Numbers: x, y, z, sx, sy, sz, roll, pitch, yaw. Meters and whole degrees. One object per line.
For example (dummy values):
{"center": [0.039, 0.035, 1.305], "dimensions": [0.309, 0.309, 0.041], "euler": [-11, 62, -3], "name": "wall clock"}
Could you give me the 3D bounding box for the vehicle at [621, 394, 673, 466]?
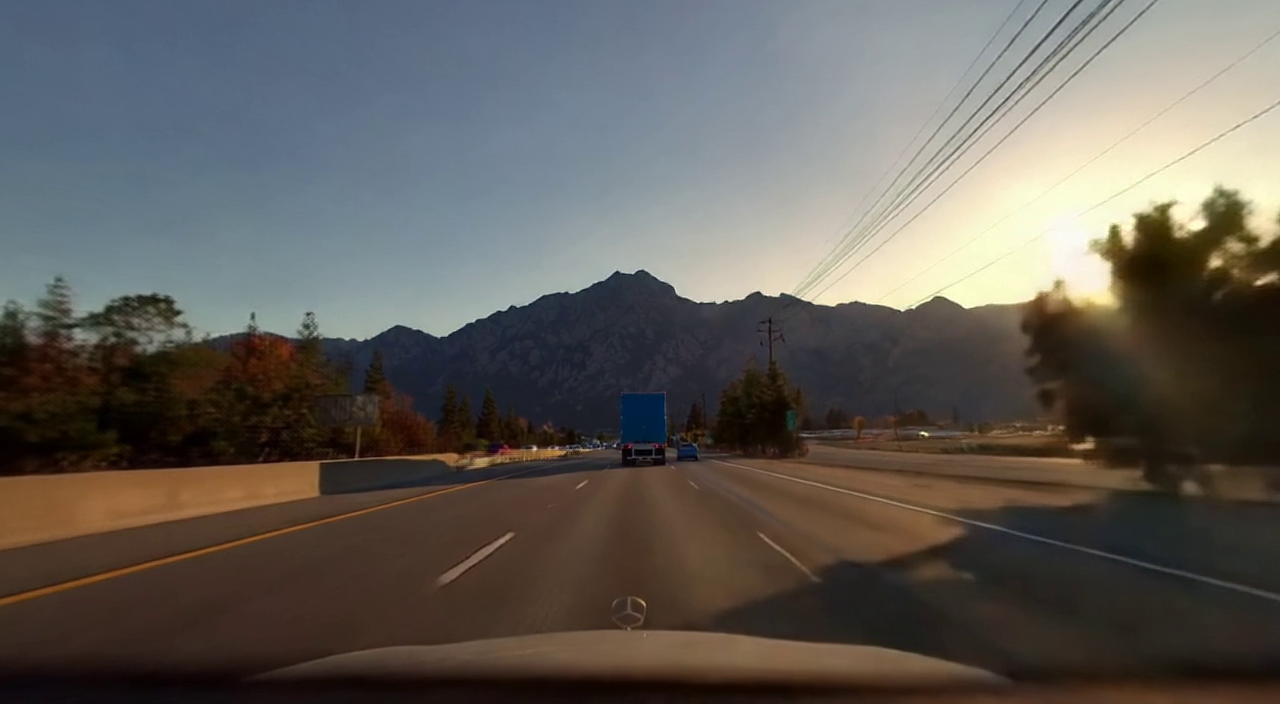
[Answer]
{"center": [0.332, 5.285, 41.790], "dimensions": [2.919, 4.101, 11.541], "euler": [0, -8, -1], "name": "vehicle"}
